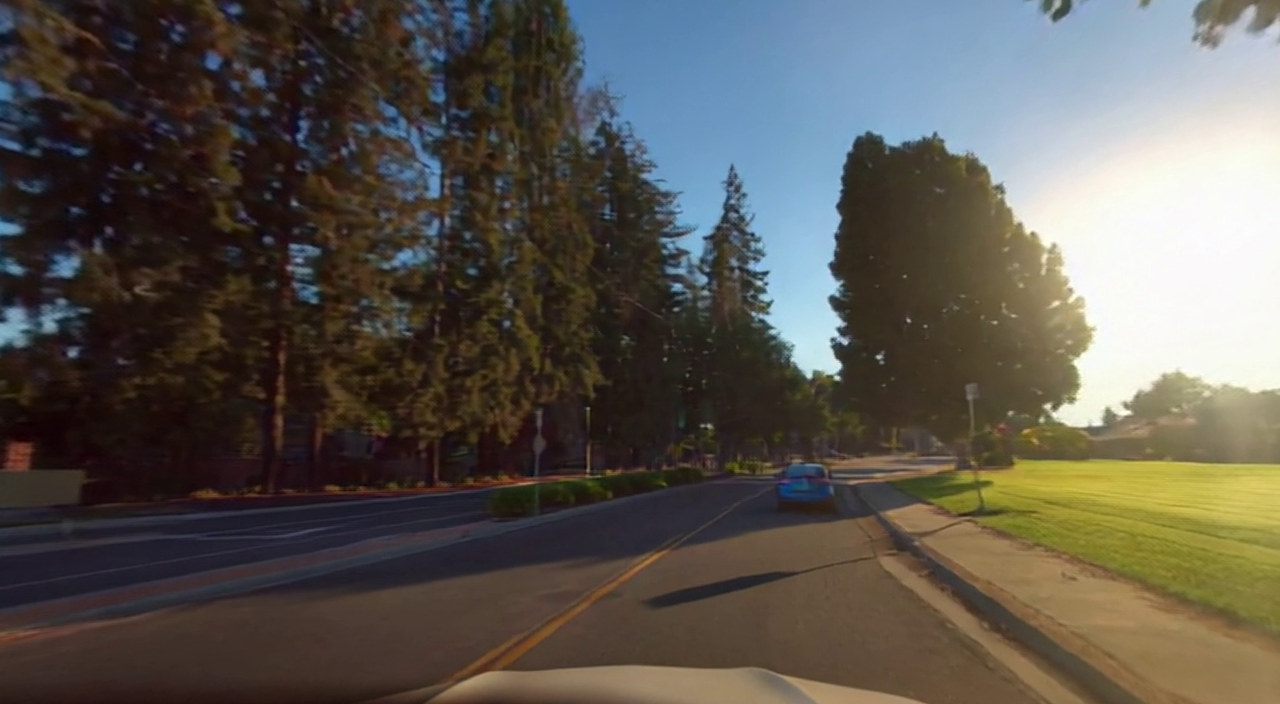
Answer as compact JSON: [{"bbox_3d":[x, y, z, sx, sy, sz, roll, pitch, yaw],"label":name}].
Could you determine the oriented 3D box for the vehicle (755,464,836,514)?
[{"bbox_3d":[4.817,4.031,18.946,1.972,1.250,5.282,-3,-11,17],"label":"vehicle"}]
